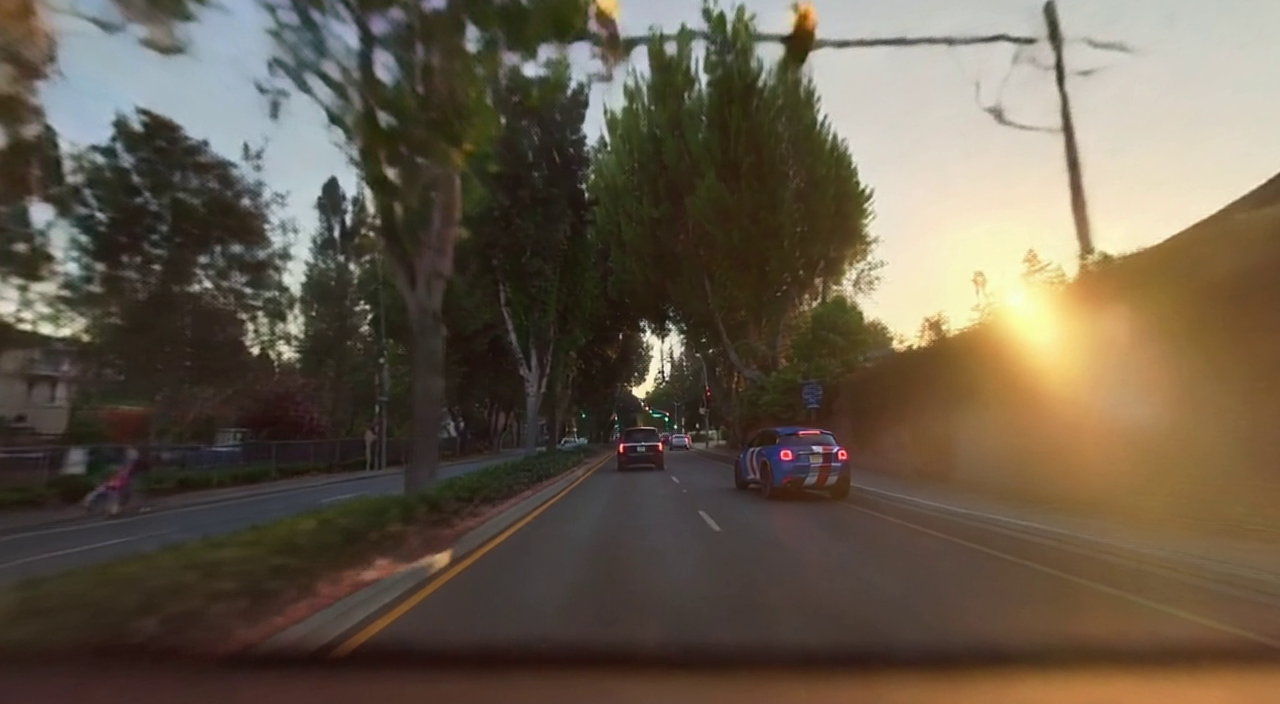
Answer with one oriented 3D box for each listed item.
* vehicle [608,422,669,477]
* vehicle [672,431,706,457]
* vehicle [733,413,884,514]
[{"bbox_3d":[-0.084,3.406,22.046,1.984,1.777,3.148,0,-9,-1],"label":"vehicle"},{"bbox_3d":[3.197,6.114,41.574,1.863,1.610,3.726,0,-9,-1],"label":"vehicle"},{"bbox_3d":[3.201,2.224,12.918,1.840,1.709,4.202,0,-9,-1],"label":"vehicle"}]
